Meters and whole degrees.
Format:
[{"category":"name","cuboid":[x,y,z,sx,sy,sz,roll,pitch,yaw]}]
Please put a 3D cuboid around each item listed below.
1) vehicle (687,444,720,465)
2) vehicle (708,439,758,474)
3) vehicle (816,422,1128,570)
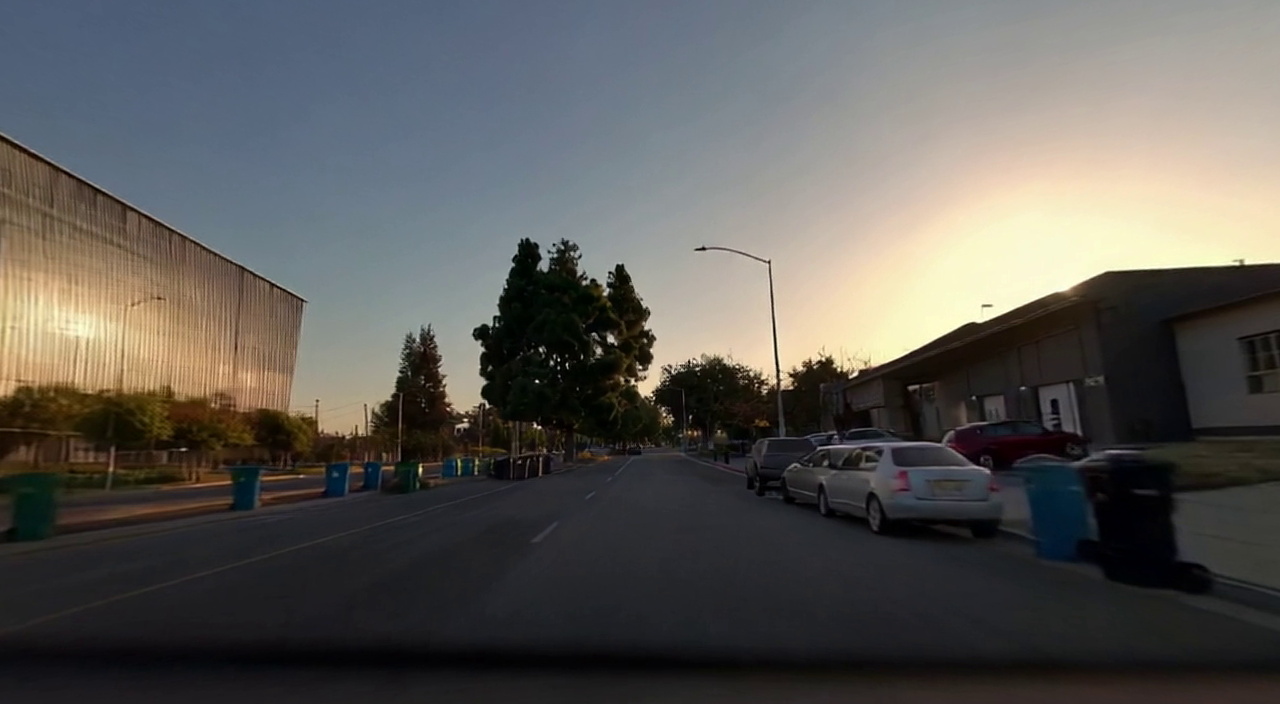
[{"category":"vehicle","cuboid":[4.572,7.424,45.832,1.910,1.429,4.441,0,-8,0]},{"category":"vehicle","cuboid":[4.682,5.336,32.420,1.906,1.620,4.837,0,-8,0]},{"category":"vehicle","cuboid":[4.333,1.944,9.491,1.962,1.590,5.179,0,-8,1]}]
